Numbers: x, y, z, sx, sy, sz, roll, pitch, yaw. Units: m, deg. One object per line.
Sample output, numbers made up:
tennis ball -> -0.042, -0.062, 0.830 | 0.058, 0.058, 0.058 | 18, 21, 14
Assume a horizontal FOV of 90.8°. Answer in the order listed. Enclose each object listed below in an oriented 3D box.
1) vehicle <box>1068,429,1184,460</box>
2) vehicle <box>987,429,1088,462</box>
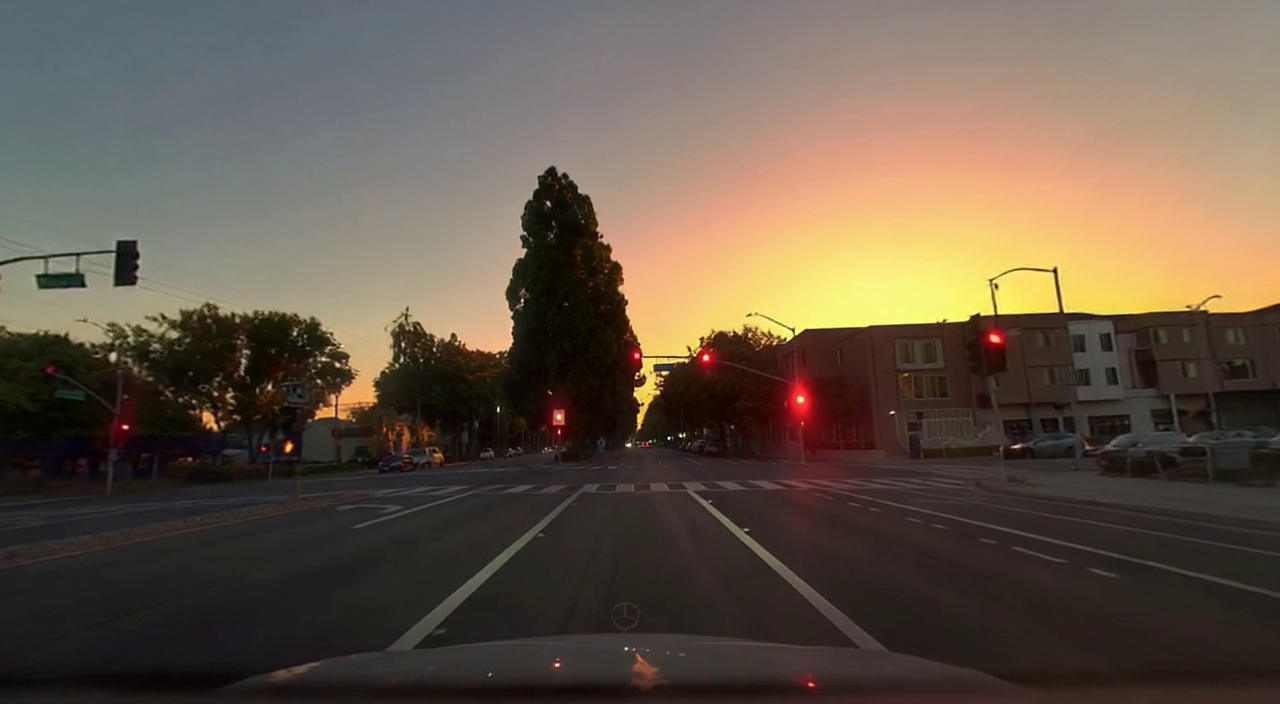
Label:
vehicle -> 27.298, 5.226, 35.567 | 4.910, 1.644, 2.032 | 0, -9, -4
vehicle -> 22.038, 5.216, 35.092 | 4.323, 1.746, 1.872 | 0, -9, -3
